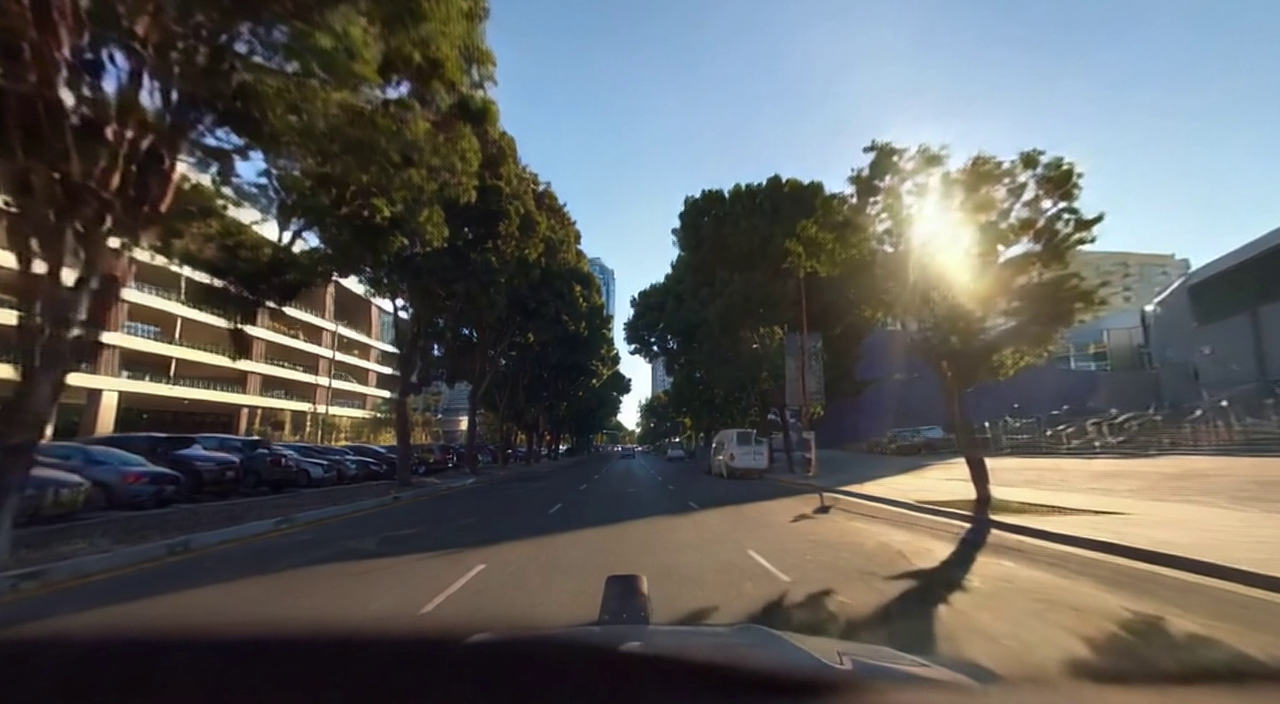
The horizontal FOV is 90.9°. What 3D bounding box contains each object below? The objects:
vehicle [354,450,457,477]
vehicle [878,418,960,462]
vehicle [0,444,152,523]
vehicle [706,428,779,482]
[{"bbox_3d":[-13.857,6.604,37.496,5.269,1.491,2.133,0,-9,1],"label":"vehicle"},{"bbox_3d":[18.167,5.864,41.574,2.341,2.648,6.024,1,-9,-3],"label":"vehicle"},{"bbox_3d":[-13.695,2.768,13.585,4.561,1.531,2.147,0,-9,1],"label":"vehicle"},{"bbox_3d":[5.156,5.330,32.771,2.596,2.509,6.178,0,-9,-2],"label":"vehicle"}]
